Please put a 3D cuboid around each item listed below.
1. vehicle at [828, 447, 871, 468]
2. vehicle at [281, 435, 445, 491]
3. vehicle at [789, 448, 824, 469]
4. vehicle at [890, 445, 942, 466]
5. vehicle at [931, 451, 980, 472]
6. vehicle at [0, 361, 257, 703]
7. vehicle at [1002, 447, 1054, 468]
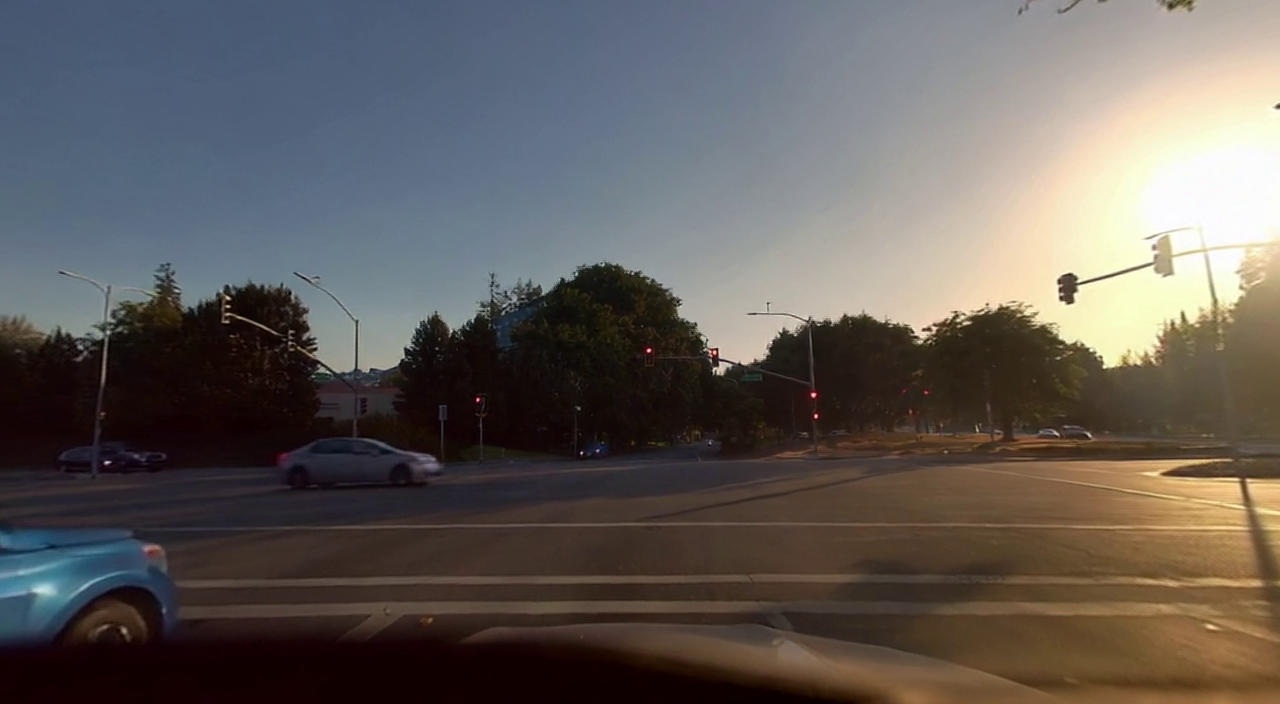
[{"bbox_3d":[15.546,7.854,47.051,1.714,1.458,4.206,0,-8,0],"label":"vehicle"},{"bbox_3d":[-7.918,3.199,18.300,3.894,1.490,1.810,-1,-8,2],"label":"vehicle"},{"bbox_3d":[12.533,7.976,47.522,1.647,1.386,3.725,-2,-8,1],"label":"vehicle"},{"bbox_3d":[20.550,7.690,47.115,1.815,1.515,4.552,0,-8,0],"label":"vehicle"},{"bbox_3d":[23.001,7.986,46.055,1.633,1.324,3.449,-1,-8,-3],"label":"vehicle"},{"bbox_3d":[-3.053,0.706,1.149,2.055,1.573,4.065,-1,-8,2],"label":"vehicle"},{"bbox_3d":[28.447,7.729,46.284,1.662,1.440,3.583,-1,-8,3],"label":"vehicle"}]
